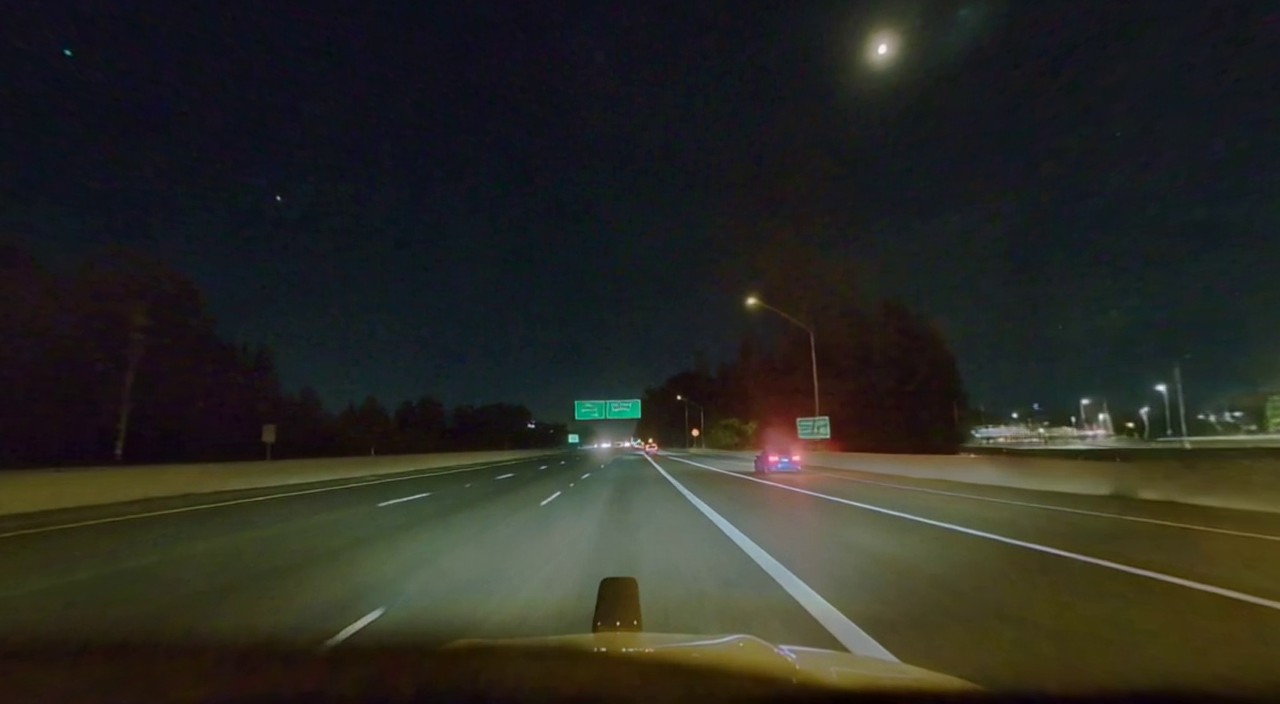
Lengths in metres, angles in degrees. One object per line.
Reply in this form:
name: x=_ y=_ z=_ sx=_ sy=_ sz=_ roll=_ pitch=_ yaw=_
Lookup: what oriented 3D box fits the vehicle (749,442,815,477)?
vehicle: x=6.737 y=5.146 z=30.495 sx=1.958 sy=1.498 sz=4.447 roll=1 pitch=-8 yaw=-2
